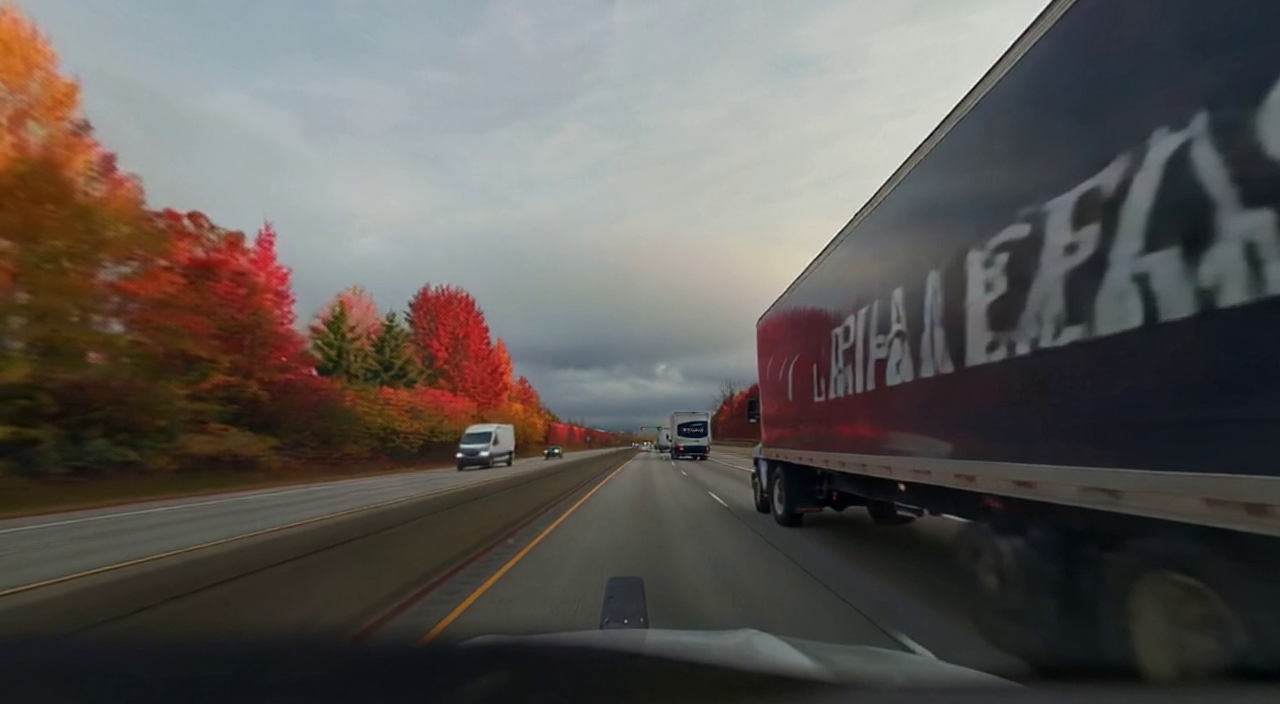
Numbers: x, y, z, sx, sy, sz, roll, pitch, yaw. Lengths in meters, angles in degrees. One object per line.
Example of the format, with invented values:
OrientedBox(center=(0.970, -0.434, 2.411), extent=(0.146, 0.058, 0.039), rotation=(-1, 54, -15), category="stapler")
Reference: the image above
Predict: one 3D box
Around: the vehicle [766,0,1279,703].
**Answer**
OrientedBox(center=(4.107, 0.193, 5.750), extent=(2.911, 4.117, 14.683), rotation=(0, -8, 0), category="vehicle")

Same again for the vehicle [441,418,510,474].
OrientedBox(center=(-11.127, 6.450, 43.321), extent=(2.698, 3.465, 7.279), rotation=(0, -8, 1), category="vehicle")
